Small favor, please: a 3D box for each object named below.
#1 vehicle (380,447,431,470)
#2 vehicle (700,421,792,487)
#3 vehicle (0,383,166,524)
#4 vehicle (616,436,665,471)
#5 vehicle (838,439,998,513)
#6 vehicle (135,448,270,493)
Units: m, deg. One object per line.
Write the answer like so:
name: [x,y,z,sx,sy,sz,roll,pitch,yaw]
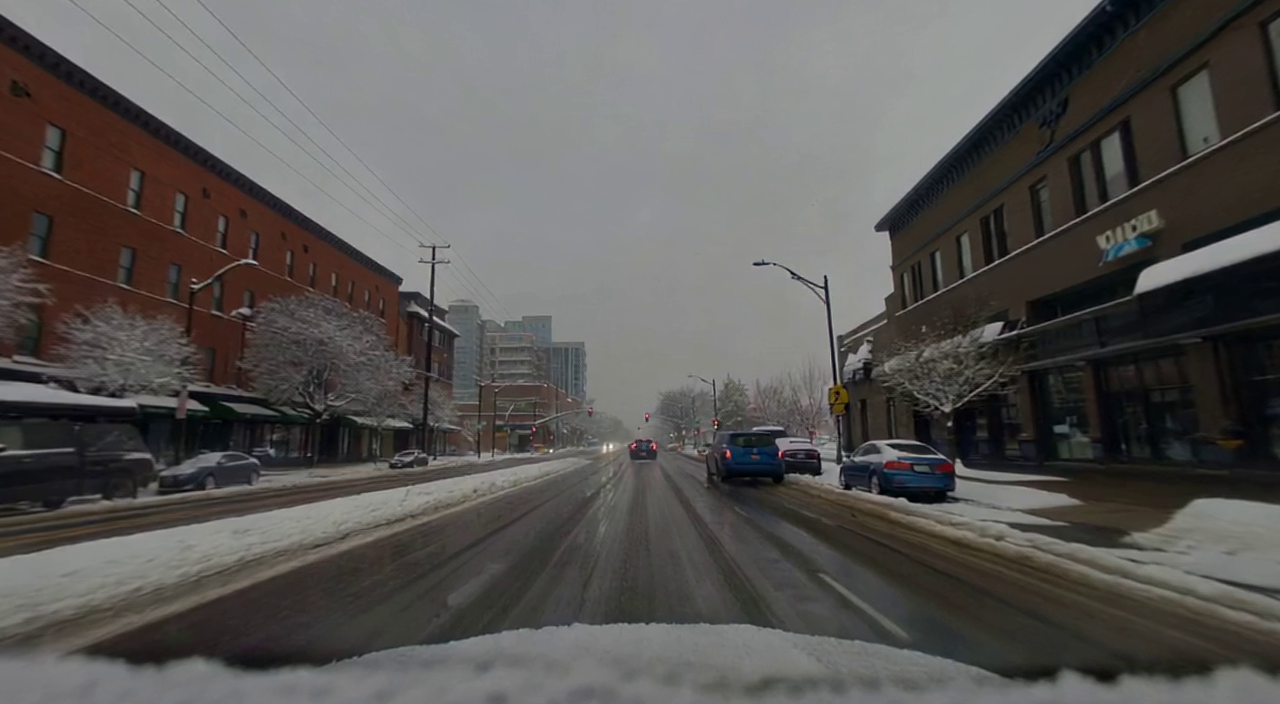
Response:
vehicle: [-17.267,7.812,46.639,1.924,1.558,4.620,-1,-8,1]
vehicle: [3.377,3.380,21.142,2.159,1.938,4.836,0,-8,-1]
vehicle: [-17.314,2.748,17.157,2.826,3.464,7.453,-1,-8,1]
vehicle: [0.048,4.918,30.665,2.245,1.587,4.094,0,-8,1]
vehicle: [6.824,3.067,16.156,2.107,1.589,4.477,1,-8,1]
vehicle: [-17.370,4.686,25.412,1.946,1.471,4.912,-1,-8,0]
